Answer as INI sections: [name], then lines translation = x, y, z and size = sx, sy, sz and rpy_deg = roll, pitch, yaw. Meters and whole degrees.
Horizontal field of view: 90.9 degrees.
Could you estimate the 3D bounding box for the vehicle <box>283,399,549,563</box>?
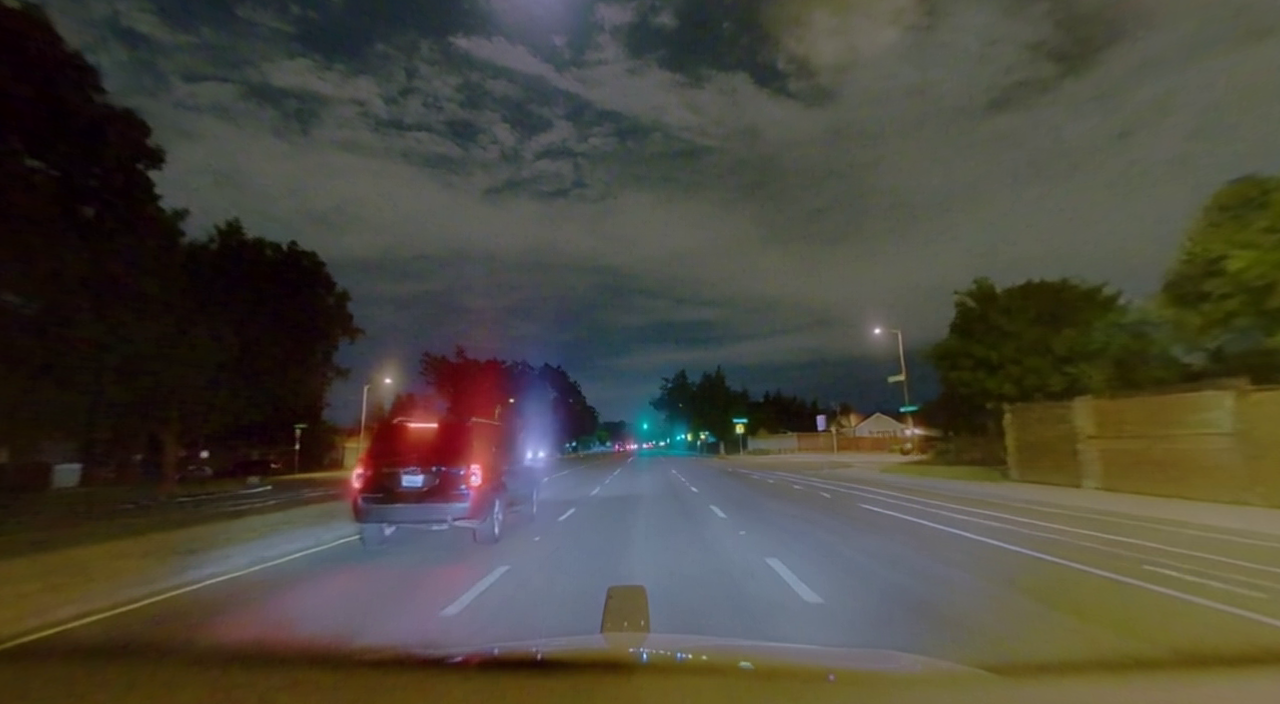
[vehicle]
translation = -2.895, 1.811, 9.590
size = 2.179, 1.851, 4.756
rpy_deg = 0, -8, 1
